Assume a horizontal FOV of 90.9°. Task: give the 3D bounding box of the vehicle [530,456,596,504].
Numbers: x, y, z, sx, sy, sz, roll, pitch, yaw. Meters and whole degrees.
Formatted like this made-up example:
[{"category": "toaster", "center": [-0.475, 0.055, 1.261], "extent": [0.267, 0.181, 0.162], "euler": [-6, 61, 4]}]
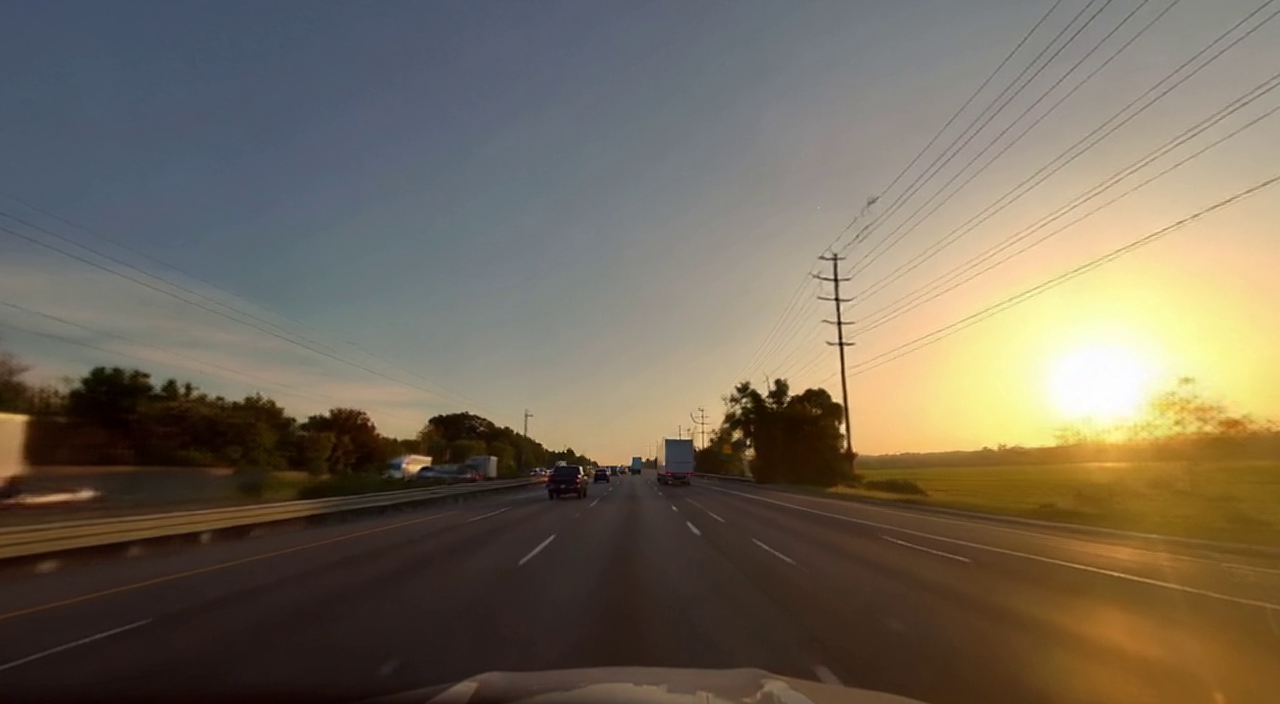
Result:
[{"category": "vehicle", "center": [-2.991, 5.116, 25.354], "extent": [2.065, 1.722, 4.441], "euler": [1, -11, 0]}]
